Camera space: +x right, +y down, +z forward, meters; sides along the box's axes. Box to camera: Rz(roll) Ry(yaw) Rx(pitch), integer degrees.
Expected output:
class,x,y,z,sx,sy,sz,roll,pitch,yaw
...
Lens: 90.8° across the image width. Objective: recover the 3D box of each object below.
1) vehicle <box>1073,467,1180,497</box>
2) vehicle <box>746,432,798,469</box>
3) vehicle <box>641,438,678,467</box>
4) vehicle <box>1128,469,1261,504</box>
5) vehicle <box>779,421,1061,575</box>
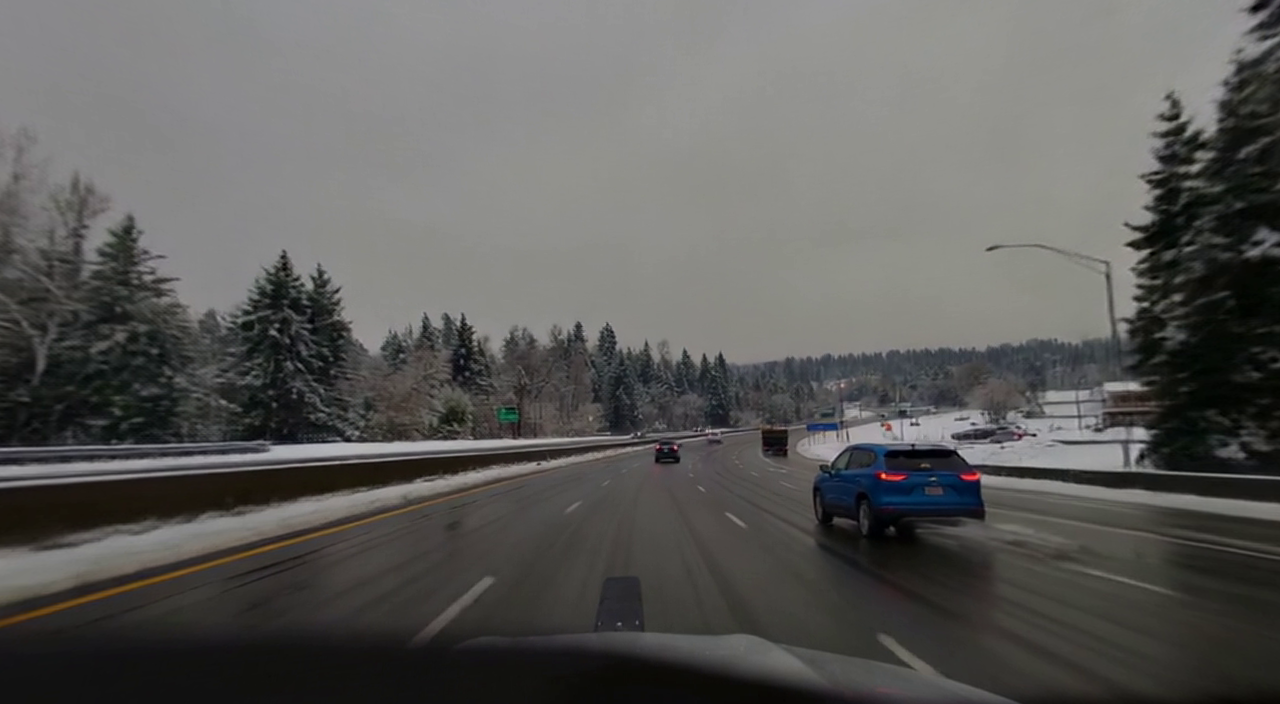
class,x,y,z,sx,sy,sz,roll,pitch,yaw
vehicle,28.918,7.784,37.727,4.550,1.450,1.876,-5,-6,17
vehicle,8.570,6.483,41.693,2.526,2.230,6.190,0,-8,4
vehicle,1.360,6.556,41.365,2.181,1.768,4.383,-1,-8,5
vehicle,29.769,7.238,34.081,4.780,1.646,2.120,-4,-9,13
vehicle,3.538,1.910,9.113,2.097,1.659,4.320,0,-8,0
